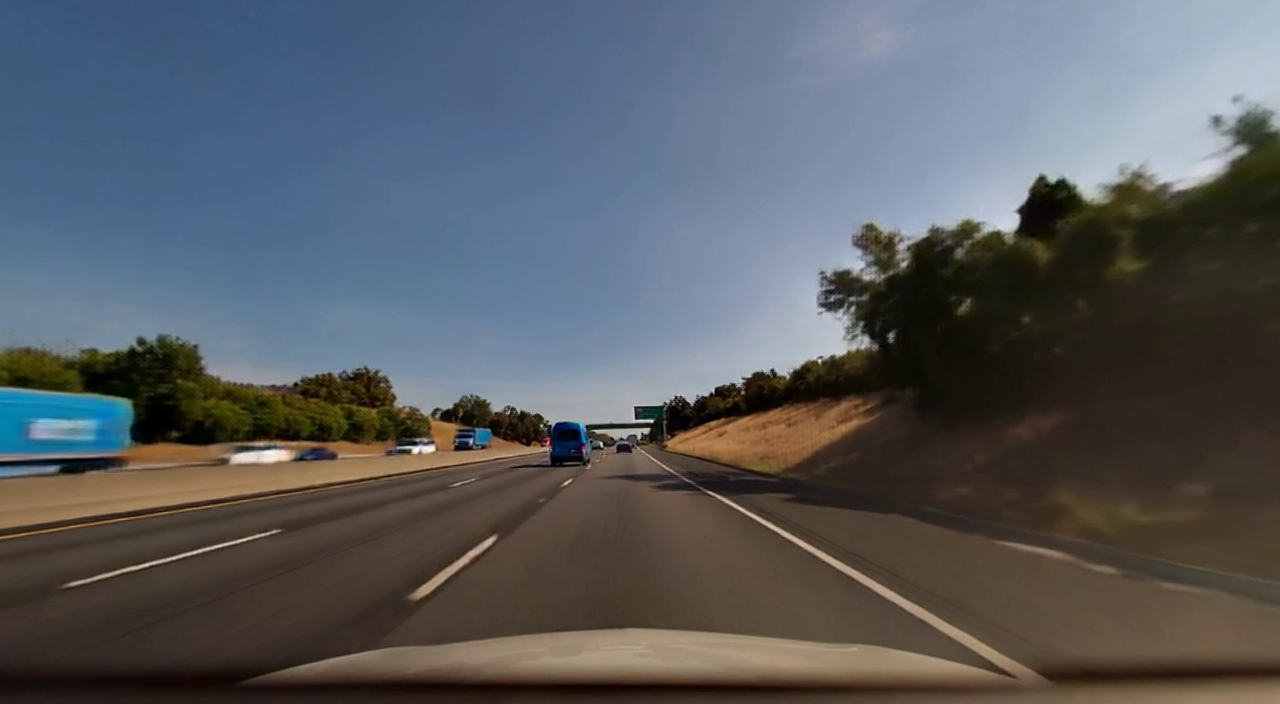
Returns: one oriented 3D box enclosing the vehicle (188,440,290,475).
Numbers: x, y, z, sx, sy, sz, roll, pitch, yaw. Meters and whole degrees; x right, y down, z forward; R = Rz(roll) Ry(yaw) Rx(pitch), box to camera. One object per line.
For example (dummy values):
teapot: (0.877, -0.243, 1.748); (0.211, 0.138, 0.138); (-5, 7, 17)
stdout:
vehicle: (-20.066, 5.279, 31.747); (1.945, 1.597, 4.953); (0, -8, -1)

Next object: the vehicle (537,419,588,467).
vehicle: (-4.272, 5.190, 35.789); (2.329, 2.483, 5.428); (0, -8, -1)
